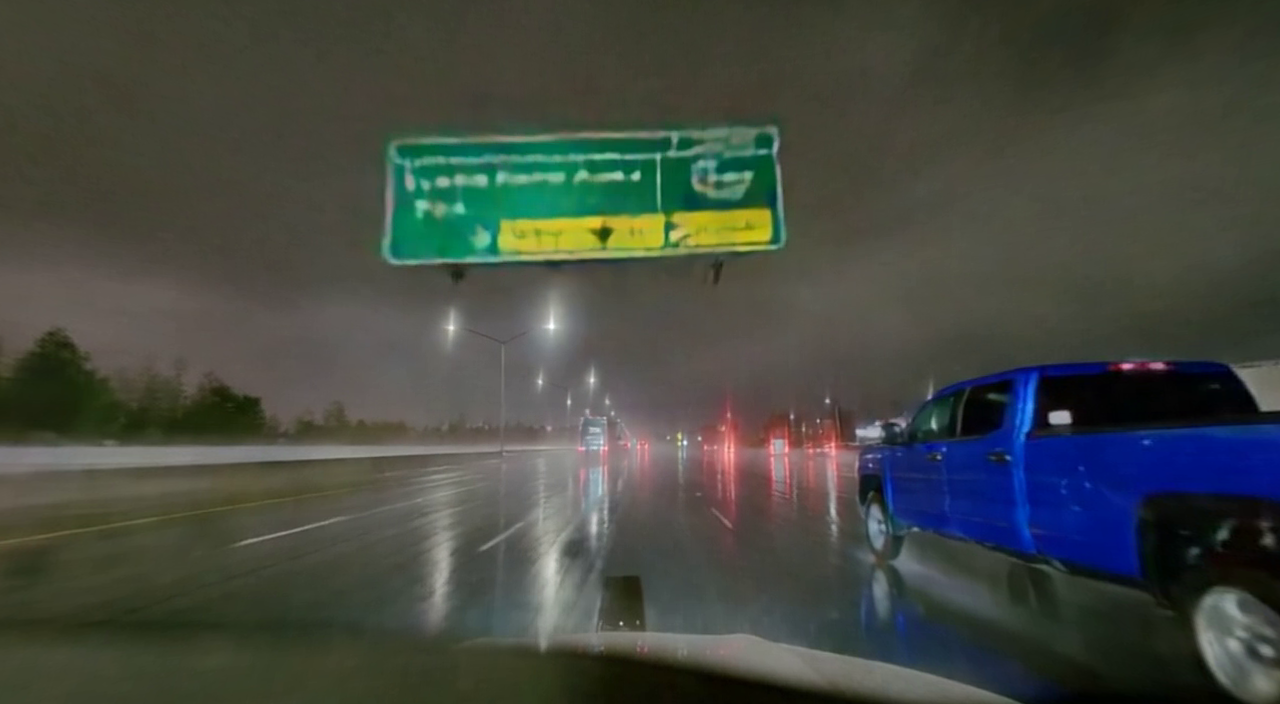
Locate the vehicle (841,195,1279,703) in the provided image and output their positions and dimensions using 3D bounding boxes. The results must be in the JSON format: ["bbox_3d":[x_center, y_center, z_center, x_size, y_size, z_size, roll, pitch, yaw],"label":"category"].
[{"bbox_3d":[3.593,0.777,4.034,2.593,2.110,6.016,0,-9,0],"label":"vehicle"}]
